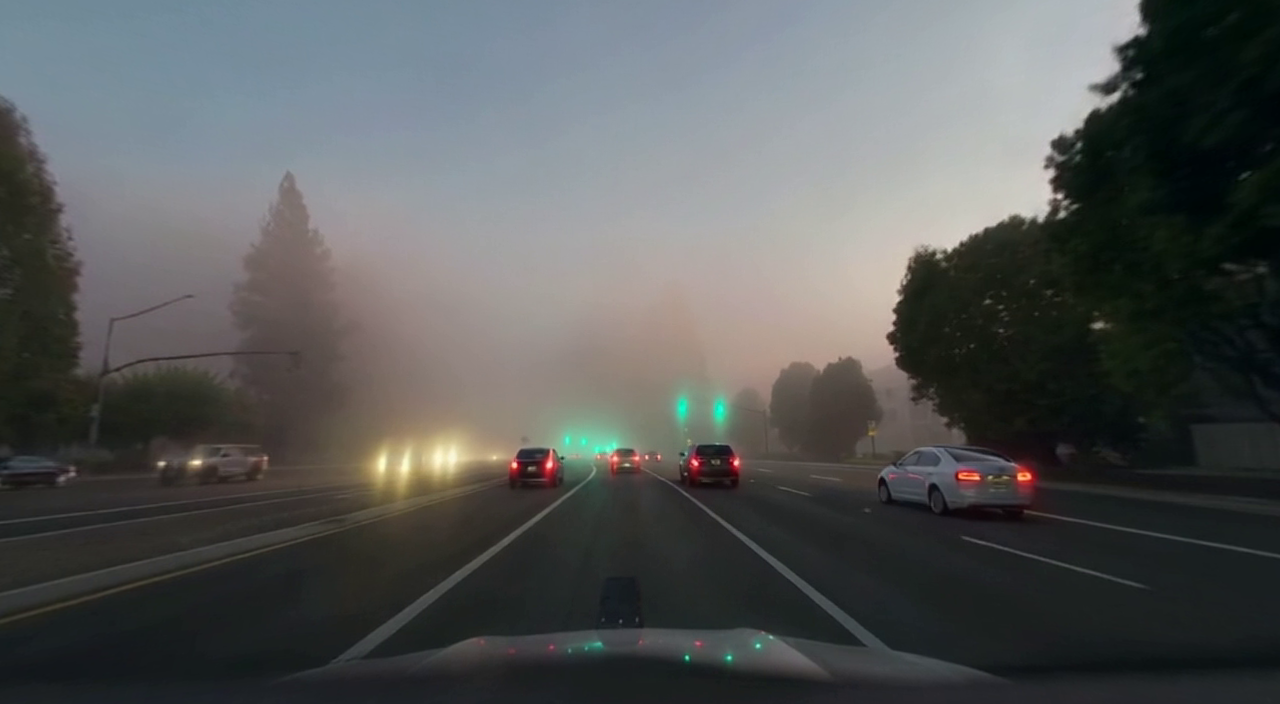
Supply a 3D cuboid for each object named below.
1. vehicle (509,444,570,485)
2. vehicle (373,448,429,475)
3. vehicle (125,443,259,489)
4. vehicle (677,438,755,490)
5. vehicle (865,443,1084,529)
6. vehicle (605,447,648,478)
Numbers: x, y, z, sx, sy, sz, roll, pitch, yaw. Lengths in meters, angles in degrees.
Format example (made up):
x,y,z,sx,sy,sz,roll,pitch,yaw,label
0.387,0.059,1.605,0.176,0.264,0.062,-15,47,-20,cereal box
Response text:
x,y,z,sx,sy,sz,roll,pitch,yaw,label
-4.401,4.984,28.335,2.172,1.671,4.175,0,-9,-1,vehicle
-15.709,7.173,41.774,1.970,1.650,4.507,0,-9,-1,vehicle
-18.874,4.797,26.961,2.241,1.732,4.747,0,-9,0,vehicle
2.689,4.110,23.495,2.161,1.716,4.194,0,-9,-3,vehicle
6.404,2.577,12.820,1.945,1.408,4.288,0,-9,-3,vehicle
-0.792,5.858,33.832,2.155,1.486,4.403,0,-9,-3,vehicle
